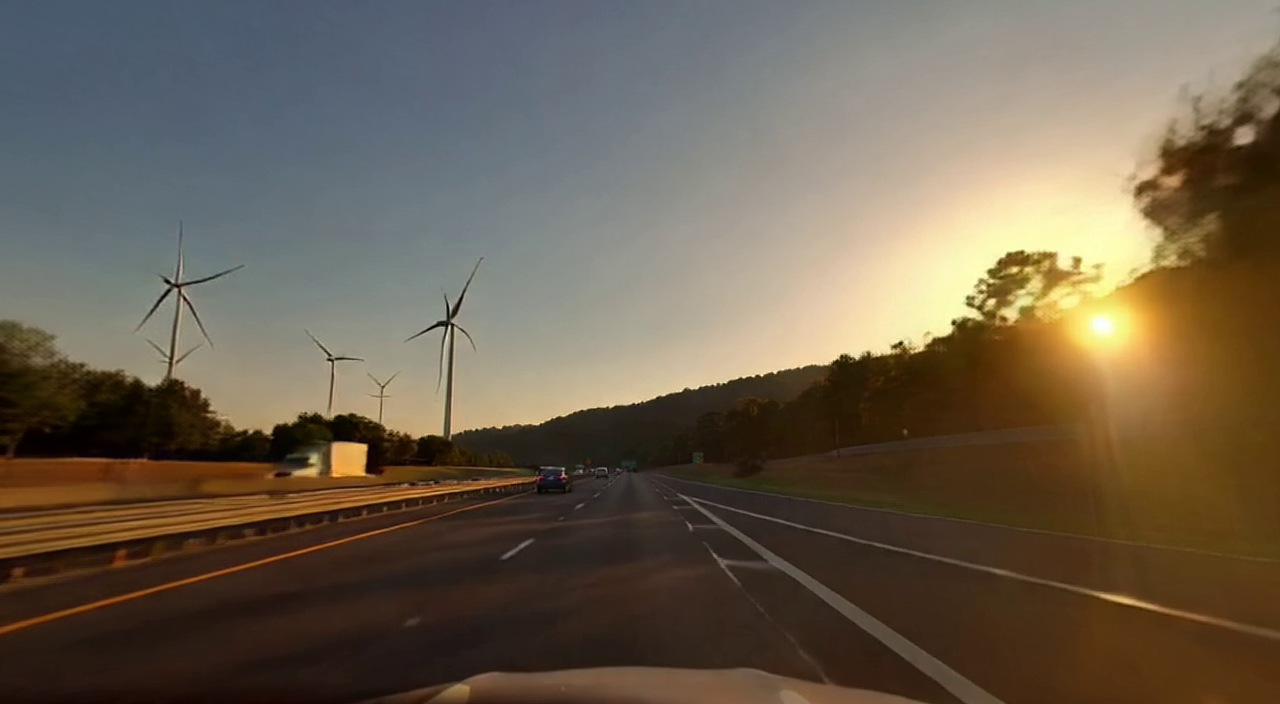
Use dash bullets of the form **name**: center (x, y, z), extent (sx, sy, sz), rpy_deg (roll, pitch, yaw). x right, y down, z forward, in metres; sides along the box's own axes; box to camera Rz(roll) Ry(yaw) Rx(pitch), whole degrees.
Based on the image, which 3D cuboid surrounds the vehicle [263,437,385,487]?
- **vehicle**: center (-16.916, 6.060, 34.403), extent (2.631, 2.373, 7.899), rpy_deg (1, -11, -1)

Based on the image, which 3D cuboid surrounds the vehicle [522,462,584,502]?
- **vehicle**: center (-3.564, 5.394, 26.354), extent (2.001, 1.486, 4.104), rpy_deg (1, -11, 0)
